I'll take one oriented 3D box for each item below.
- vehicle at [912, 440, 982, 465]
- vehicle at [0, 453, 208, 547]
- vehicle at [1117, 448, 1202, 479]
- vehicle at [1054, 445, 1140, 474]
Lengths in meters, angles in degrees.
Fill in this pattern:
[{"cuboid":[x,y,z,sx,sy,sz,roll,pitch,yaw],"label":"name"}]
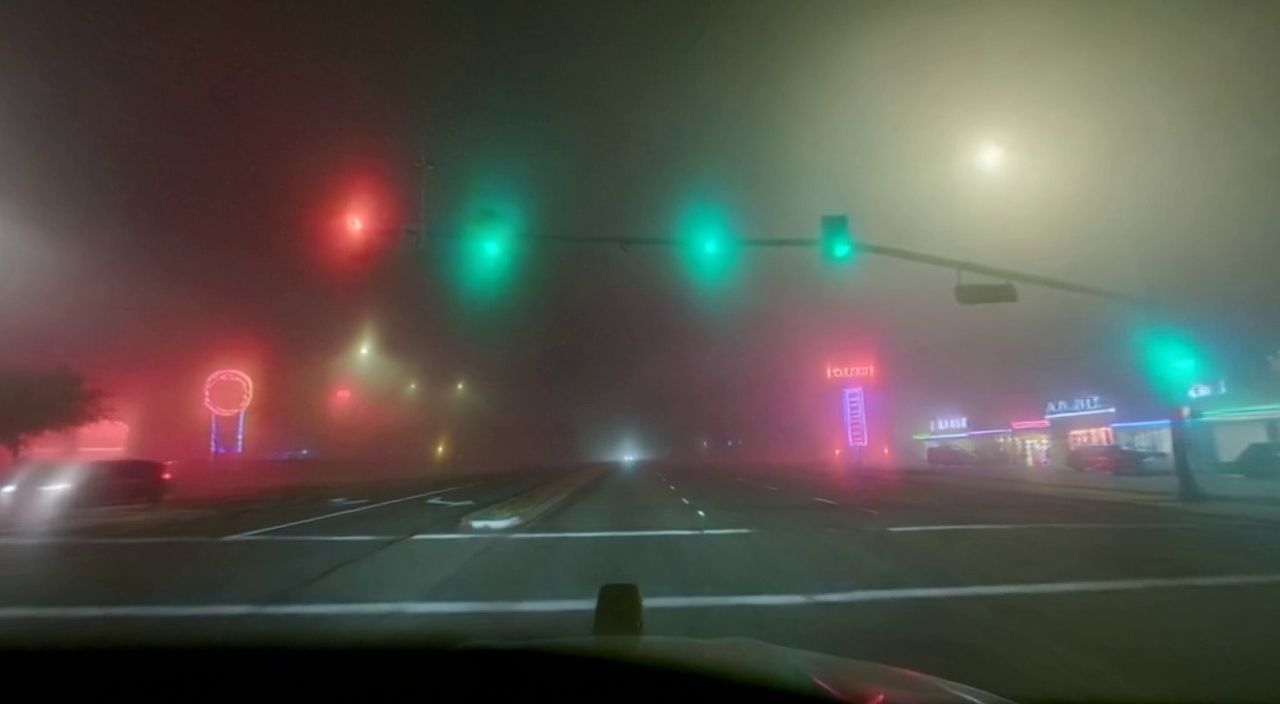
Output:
[{"cuboid":[20.230,6.604,41.723,3.576,1.443,1.822,-2,-8,-2],"label":"vehicle"},{"cuboid":[-11.203,2.755,12.513,2.019,1.434,4.622,0,-8,0],"label":"vehicle"},{"cuboid":[23.480,5.013,28.562,3.142,1.270,1.464,2,-10,-21],"label":"vehicle"},{"cuboid":[22.571,5.287,31.219,3.280,1.344,1.518,1,-9,-11],"label":"vehicle"}]
